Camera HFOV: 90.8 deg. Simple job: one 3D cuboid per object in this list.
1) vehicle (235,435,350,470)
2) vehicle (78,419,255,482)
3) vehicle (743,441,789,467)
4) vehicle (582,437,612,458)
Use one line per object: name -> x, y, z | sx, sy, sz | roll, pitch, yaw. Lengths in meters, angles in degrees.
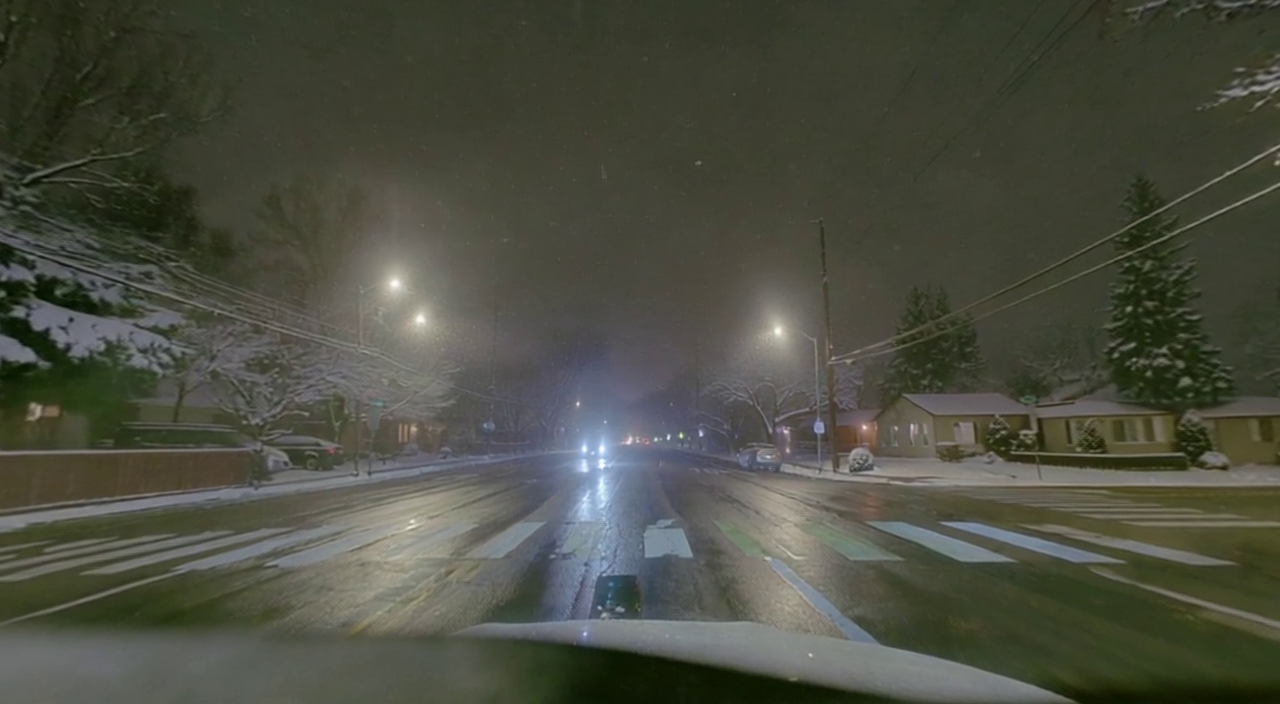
vehicle -> -17.942, 5.187, 32.796 | 4.743, 1.734, 1.994 | 0, -9, 0
vehicle -> -17.923, 3.762, 24.151 | 4.800, 2.259, 2.303 | 0, -9, -1
vehicle -> 8.008, 6.539, 40.561 | 2.029, 1.554, 4.705 | 0, -9, 1
vehicle -> -3.192, 7.219, 47.932 | 2.014, 1.499, 3.999 | 0, -9, 0
